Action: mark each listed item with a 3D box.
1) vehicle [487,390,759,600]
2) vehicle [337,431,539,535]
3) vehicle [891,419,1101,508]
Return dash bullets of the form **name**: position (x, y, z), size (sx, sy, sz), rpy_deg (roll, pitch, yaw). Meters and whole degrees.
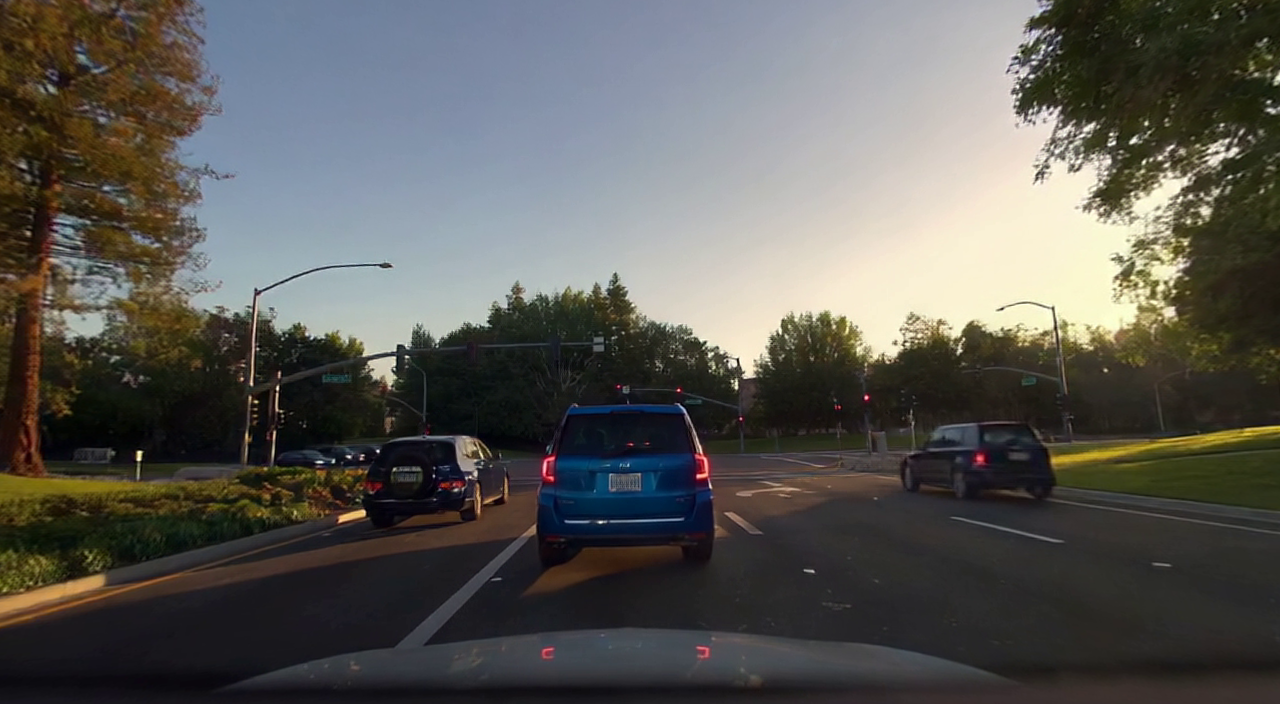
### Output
- **vehicle**: position (-0.150, 1.517, 7.491), size (2.298, 1.770, 4.138), rpy_deg (0, -8, 0)
- **vehicle**: position (-3.365, 2.295, 11.844), size (2.061, 1.504, 5.142), rpy_deg (0, -8, 1)
- **vehicle**: position (8.016, 2.562, 14.915), size (2.166, 1.761, 4.692), rpy_deg (0, -8, -1)
